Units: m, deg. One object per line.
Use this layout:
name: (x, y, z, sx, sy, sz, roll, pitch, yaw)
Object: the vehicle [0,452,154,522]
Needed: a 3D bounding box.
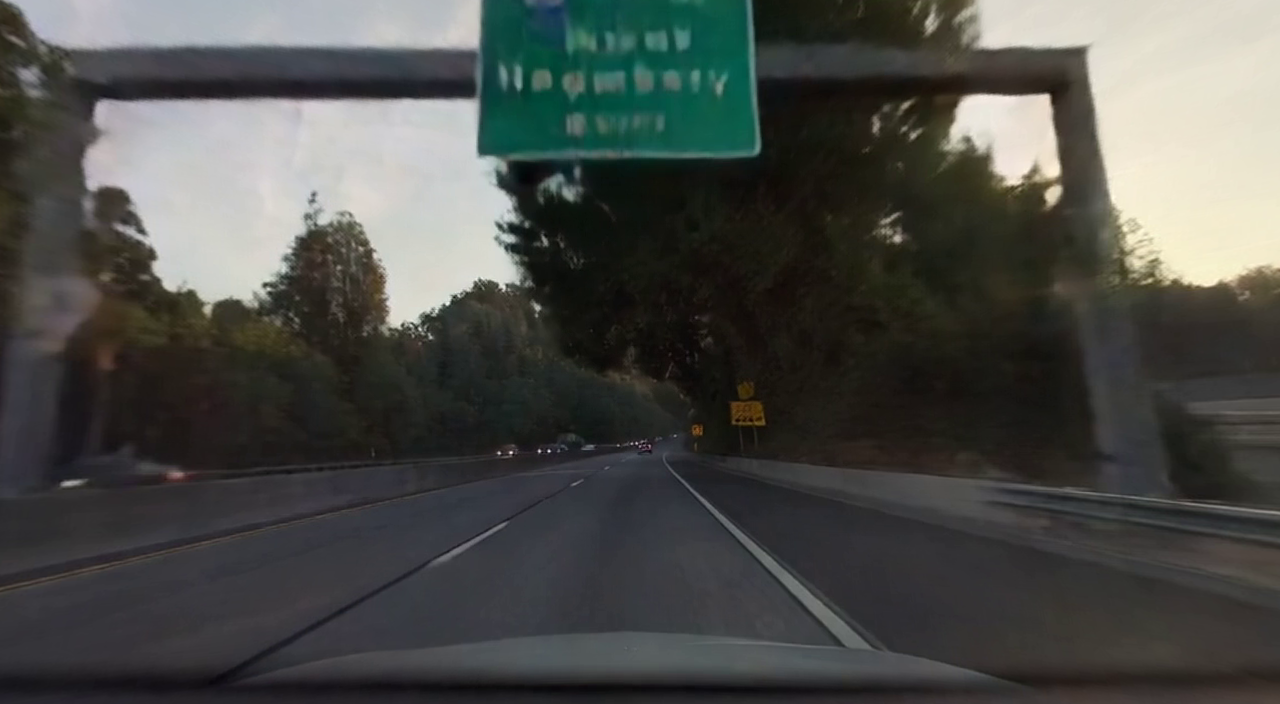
vehicle: (-13.775, 3.048, 14.656, 1.704, 1.396, 4.014, -1, -9, 1)
